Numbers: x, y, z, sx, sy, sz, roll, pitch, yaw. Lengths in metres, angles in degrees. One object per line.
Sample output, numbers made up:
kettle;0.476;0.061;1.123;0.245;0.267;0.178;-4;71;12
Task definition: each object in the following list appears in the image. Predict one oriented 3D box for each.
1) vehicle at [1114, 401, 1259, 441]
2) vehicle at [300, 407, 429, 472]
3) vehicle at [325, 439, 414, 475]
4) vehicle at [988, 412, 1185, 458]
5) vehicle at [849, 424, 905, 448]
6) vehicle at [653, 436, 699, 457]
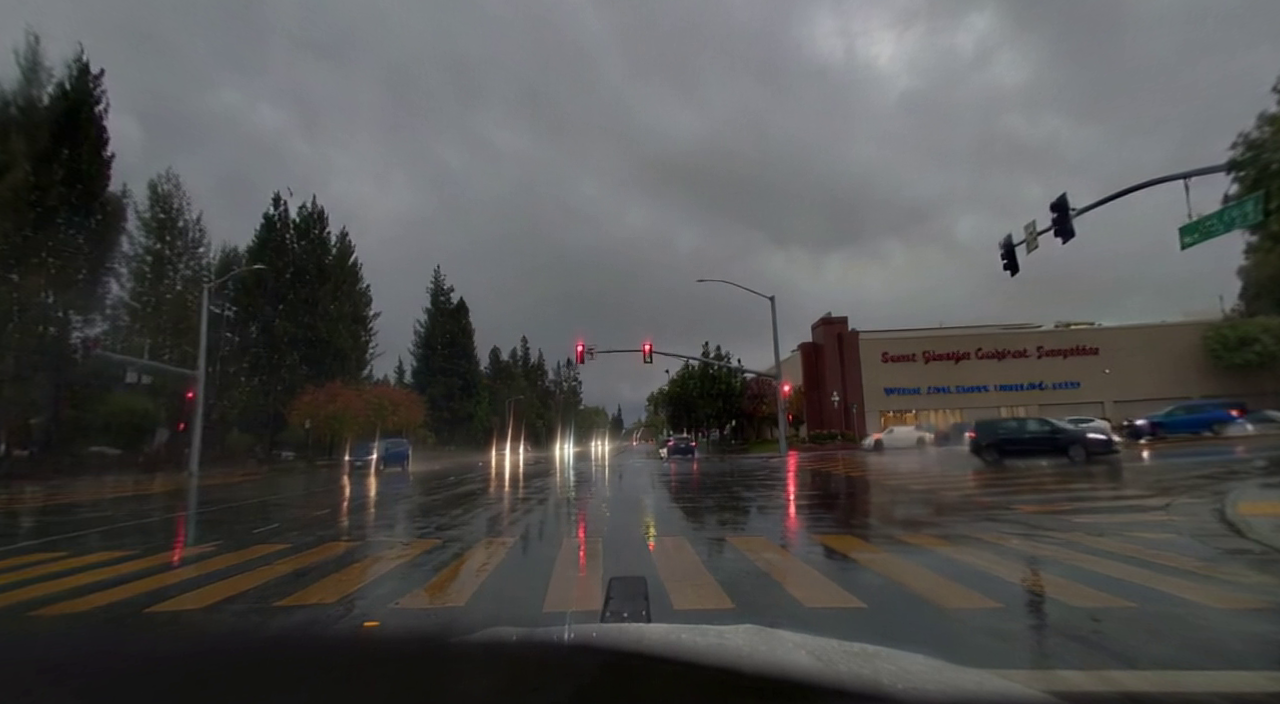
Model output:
vehicle;24.402;3.118;28.269;4.566;1.670;2.000;0;-8;-1
vehicle;-16.695;5.536;39.526;3.161;3.455;11.058;0;-8;0
vehicle;-12.036;4.681;28.399;1.996;1.489;4.566;0;-8;-1
vehicle;14.427;2.741;20.594;4.994;1.416;1.783;0;-8;3
vehicle;17.360;6.223;46.322;3.329;1.415;1.821;-6;-9;2
vehicle;2.534;6.828;45.522;1.884;1.419;4.448;2;-9;-16
